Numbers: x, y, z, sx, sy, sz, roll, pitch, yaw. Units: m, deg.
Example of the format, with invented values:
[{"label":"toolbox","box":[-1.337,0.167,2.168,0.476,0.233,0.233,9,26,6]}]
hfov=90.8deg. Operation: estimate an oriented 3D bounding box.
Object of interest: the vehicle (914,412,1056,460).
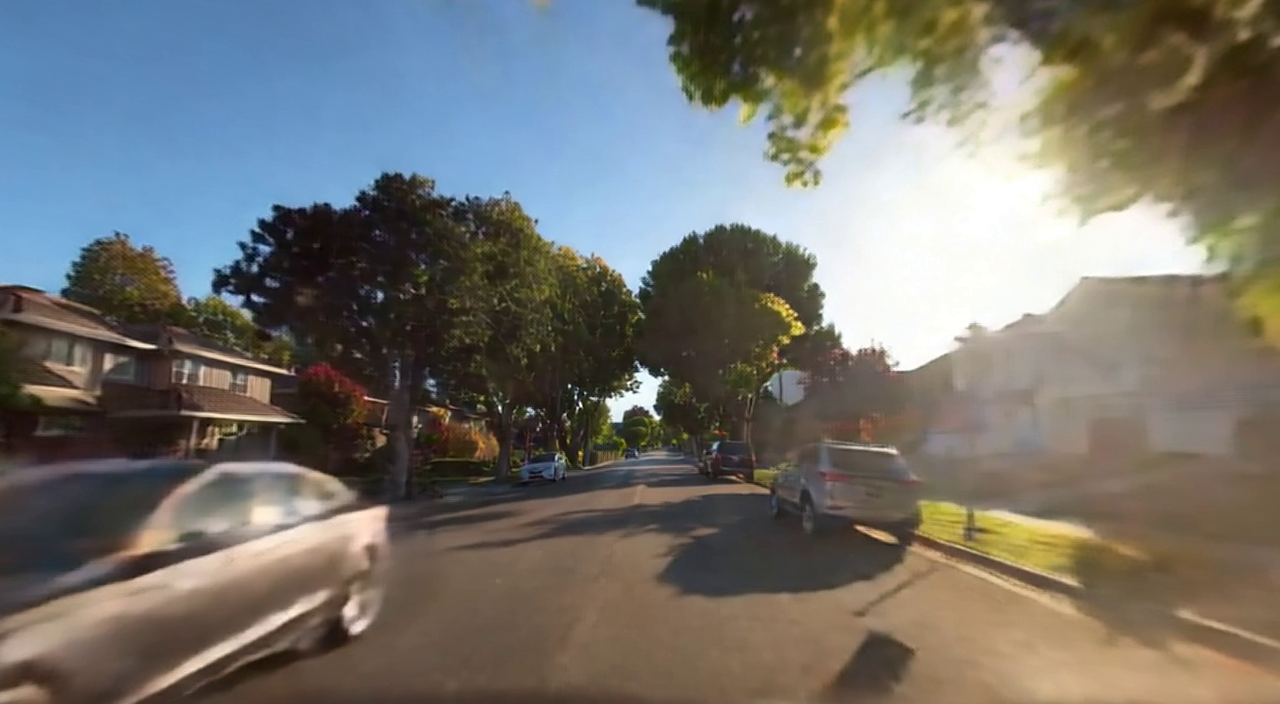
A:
[{"label":"vehicle","box":[13.581,3.317,25.173,4.310,1.805,2.289,-1,-7,6]}]

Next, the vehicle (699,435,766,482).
[{"label":"vehicle","box":[4.108,4.856,29.057,2.350,1.912,5.696,0,-8,1]}]

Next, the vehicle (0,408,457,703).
[{"label":"vehicle","box":[-2.781,1.165,3.441,2.104,1.497,4.781,0,-8,0]}]

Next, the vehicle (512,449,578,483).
[{"label":"vehicle","box":[-4.336,5.303,29.563,2.234,1.377,4.413,-2,-10,3]}]

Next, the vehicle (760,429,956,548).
[{"label":"vehicle","box":[3.545,2.296,11.431,2.079,1.651,4.783,0,-8,3]}]
